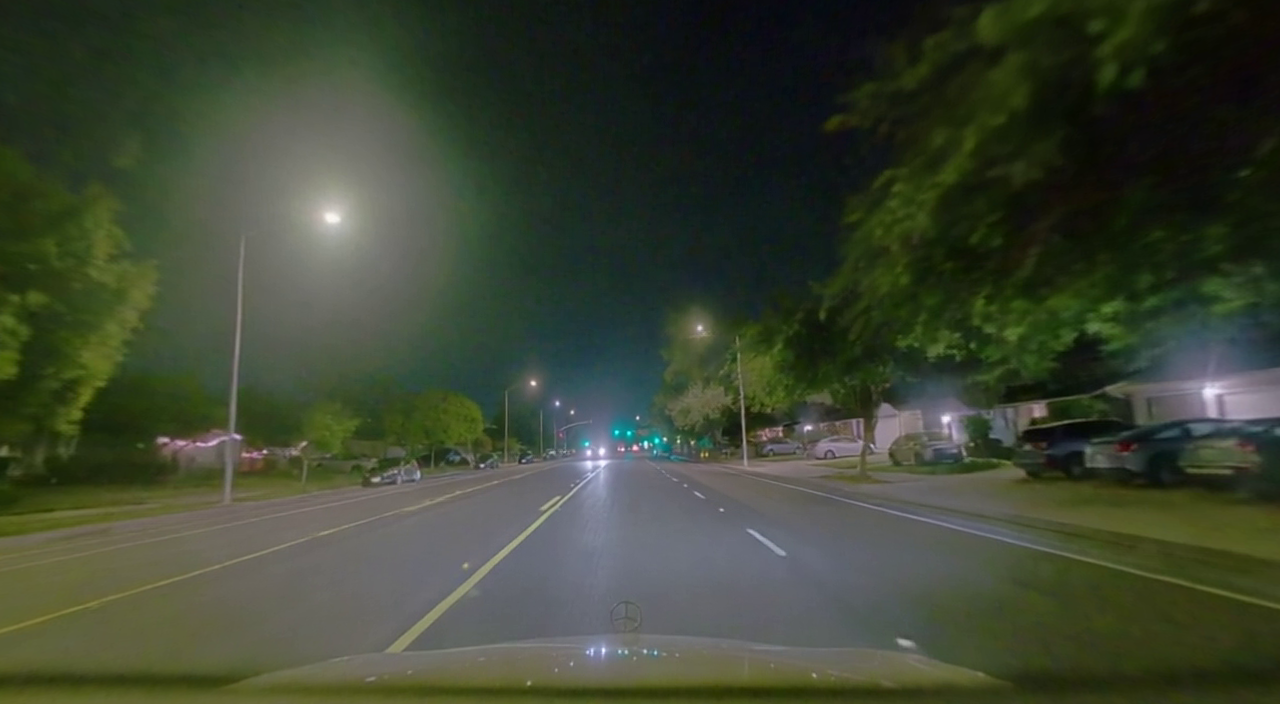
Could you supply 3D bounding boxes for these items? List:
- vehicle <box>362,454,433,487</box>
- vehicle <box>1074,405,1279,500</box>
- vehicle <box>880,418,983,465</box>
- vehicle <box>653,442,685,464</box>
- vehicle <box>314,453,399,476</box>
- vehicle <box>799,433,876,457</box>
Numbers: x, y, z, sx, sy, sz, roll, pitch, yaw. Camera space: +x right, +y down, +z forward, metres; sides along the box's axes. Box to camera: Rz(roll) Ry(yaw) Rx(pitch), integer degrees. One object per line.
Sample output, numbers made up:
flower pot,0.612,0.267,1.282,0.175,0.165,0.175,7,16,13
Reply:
vehicle,-11.937,5.829,31.428,1.851,1.459,4.295,0,-8,-1
vehicle,10.854,1.881,12.042,1.847,1.455,4.650,0,-8,0
vehicle,11.714,3.678,25.822,2.044,1.716,4.637,-1,-8,1
vehicle,2.151,7.640,47.749,1.983,1.557,4.078,0,-8,-3
vehicle,-19.761,7.826,44.181,4.909,1.495,2.211,0,-8,-5
vehicle,12.426,5.882,39.907,4.237,1.476,1.743,0,-8,0
